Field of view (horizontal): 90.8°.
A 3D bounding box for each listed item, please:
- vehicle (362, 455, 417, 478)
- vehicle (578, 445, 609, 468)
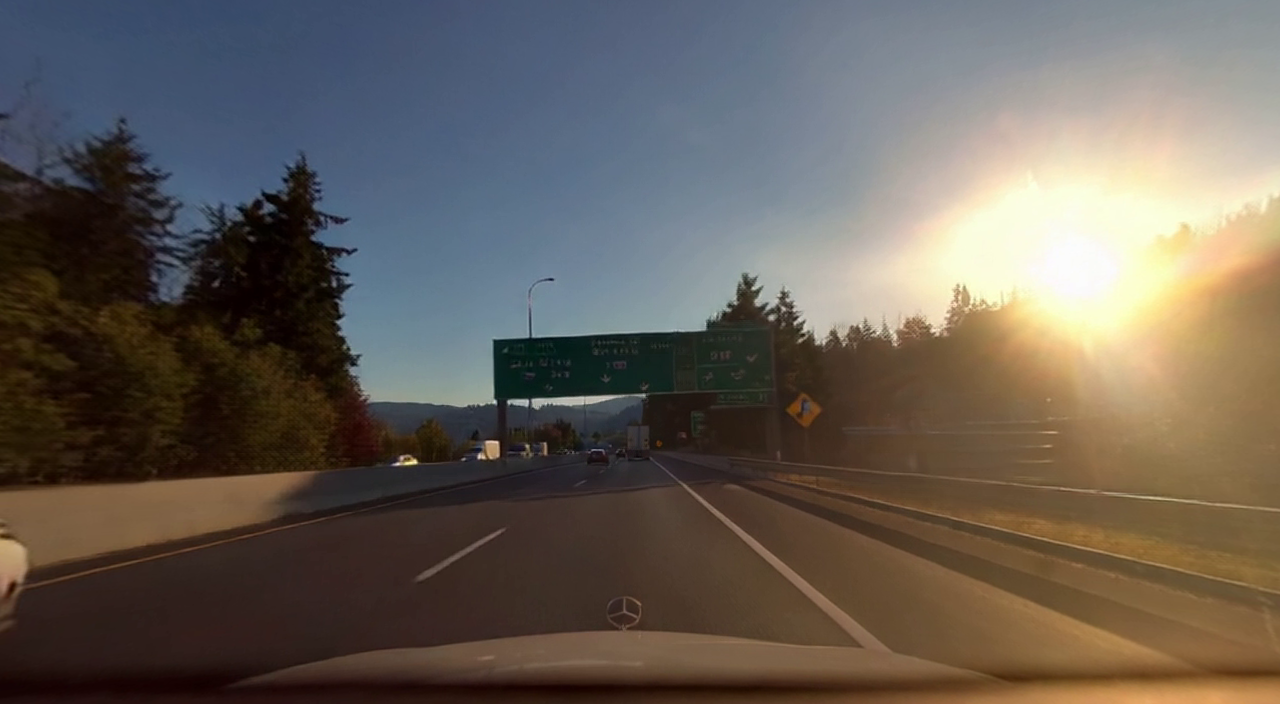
[{"bbox_3d":[-17.033,7.795,43.149,1.883,1.473,4.534,0,-9,0],"label":"vehicle"},{"bbox_3d":[-3.592,8.183,49.577,2.081,1.682,4.425,0,-9,0],"label":"vehicle"}]
